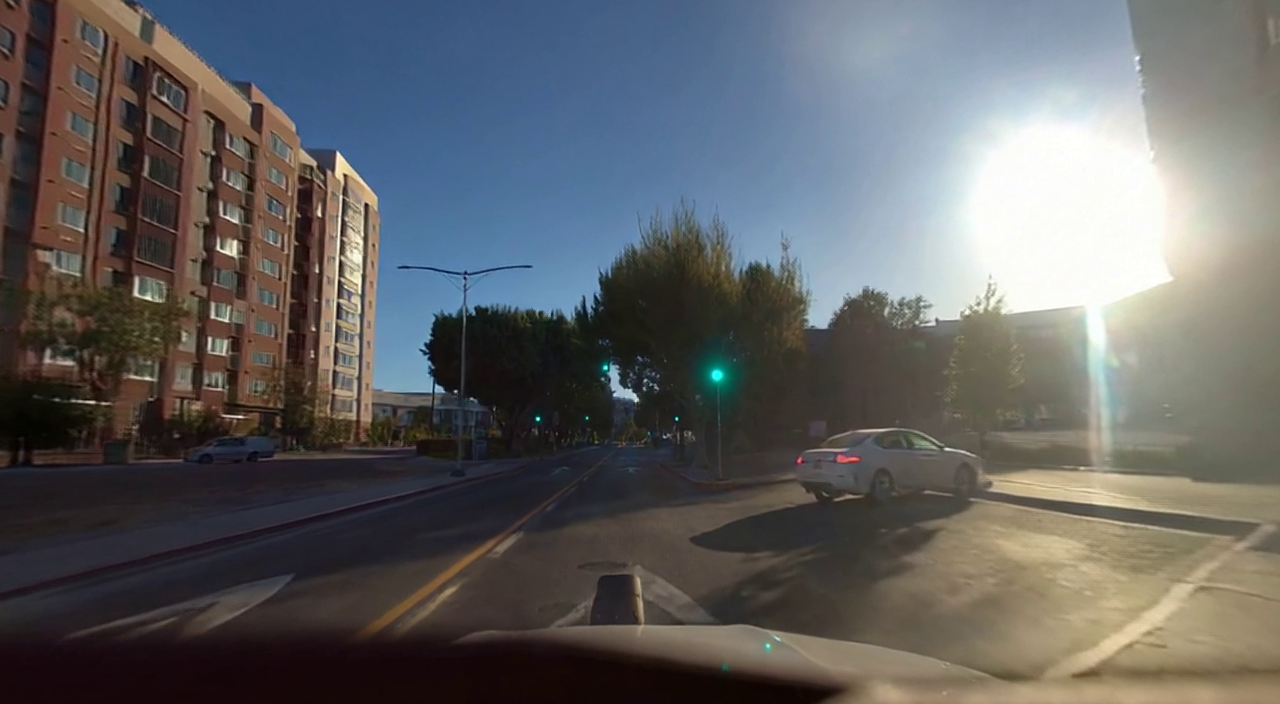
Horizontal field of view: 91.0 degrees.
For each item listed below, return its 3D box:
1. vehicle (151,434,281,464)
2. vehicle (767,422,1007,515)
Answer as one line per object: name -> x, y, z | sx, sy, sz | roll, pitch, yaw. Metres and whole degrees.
vehicle -> -19.448, 4.476, 29.236 | 2.660, 1.211, 4.739 | -1, -8, 2
vehicle -> 4.728, 2.160, 12.119 | 4.033, 1.514, 1.974 | 3, -9, -25
